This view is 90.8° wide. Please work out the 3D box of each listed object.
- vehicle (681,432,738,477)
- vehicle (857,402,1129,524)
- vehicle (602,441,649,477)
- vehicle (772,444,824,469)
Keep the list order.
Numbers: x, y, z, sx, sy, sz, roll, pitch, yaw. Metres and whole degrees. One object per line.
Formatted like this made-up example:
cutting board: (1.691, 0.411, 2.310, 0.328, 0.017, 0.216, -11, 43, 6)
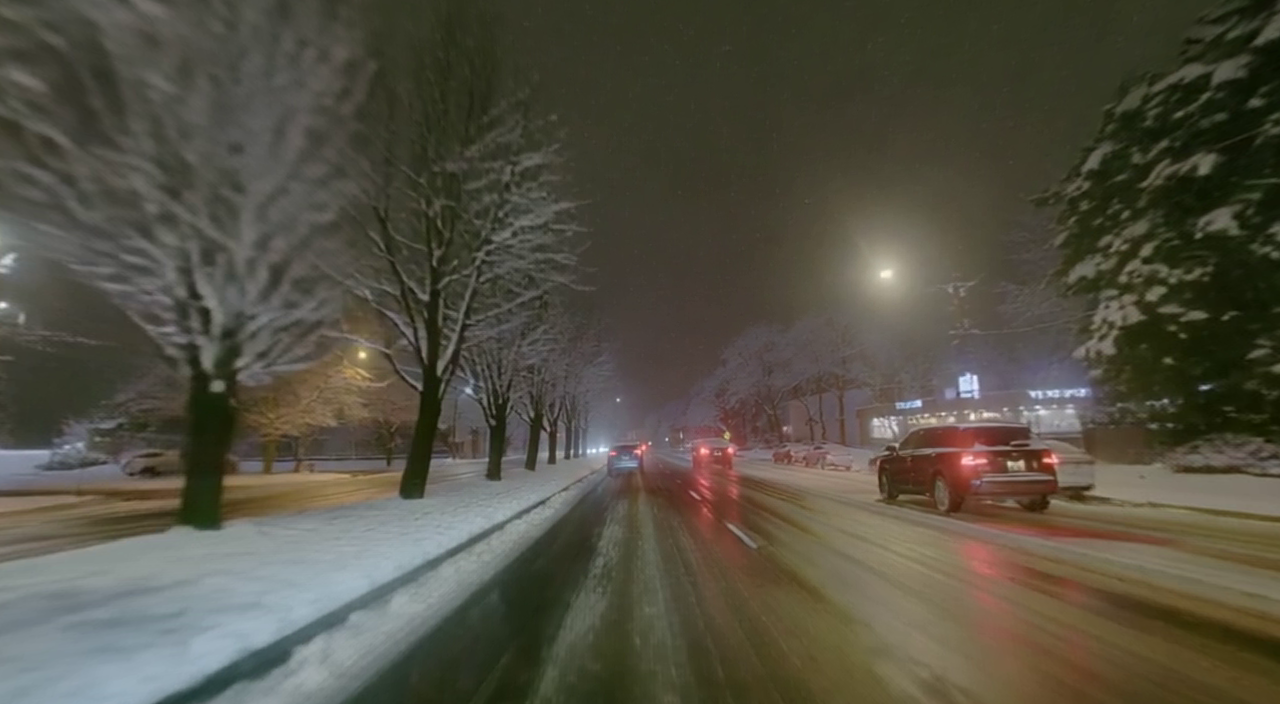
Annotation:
vehicle: (3.027, 4.598, 28.461, 1.955, 1.845, 4.538, 0, -8, -1)
vehicle: (6.617, 2.193, 12.984, 2.240, 1.923, 5.678, 0, -8, -1)
vehicle: (-0.673, 4.922, 29.275, 2.037, 1.568, 3.693, 0, -8, -1)
vehicle: (9.993, 6.627, 40.362, 1.898, 1.475, 4.860, 0, -8, -2)
